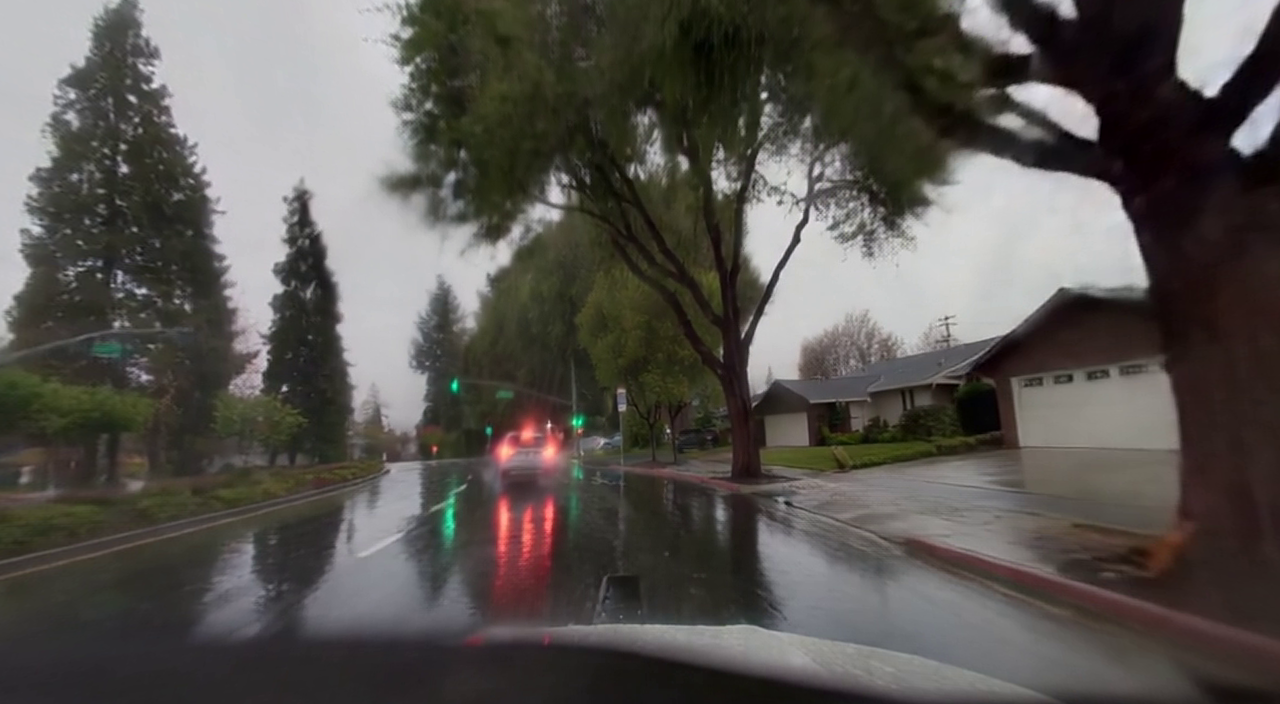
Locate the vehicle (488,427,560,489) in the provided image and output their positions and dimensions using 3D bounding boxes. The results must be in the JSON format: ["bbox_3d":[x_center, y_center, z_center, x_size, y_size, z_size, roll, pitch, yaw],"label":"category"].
[{"bbox_3d":[-3.755,3.323,20.069,1.990,1.707,4.225,2,-9,-12],"label":"vehicle"}]

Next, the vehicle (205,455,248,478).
[{"bbox_3d":[-31.947,8.826,48.904,1.943,1.677,4.176,4,-9,-23],"label":"vehicle"}]

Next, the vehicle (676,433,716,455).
[{"bbox_3d":[3.943,6.563,45.081,1.911,1.516,4.251,1,-9,-8],"label":"vehicle"}]
